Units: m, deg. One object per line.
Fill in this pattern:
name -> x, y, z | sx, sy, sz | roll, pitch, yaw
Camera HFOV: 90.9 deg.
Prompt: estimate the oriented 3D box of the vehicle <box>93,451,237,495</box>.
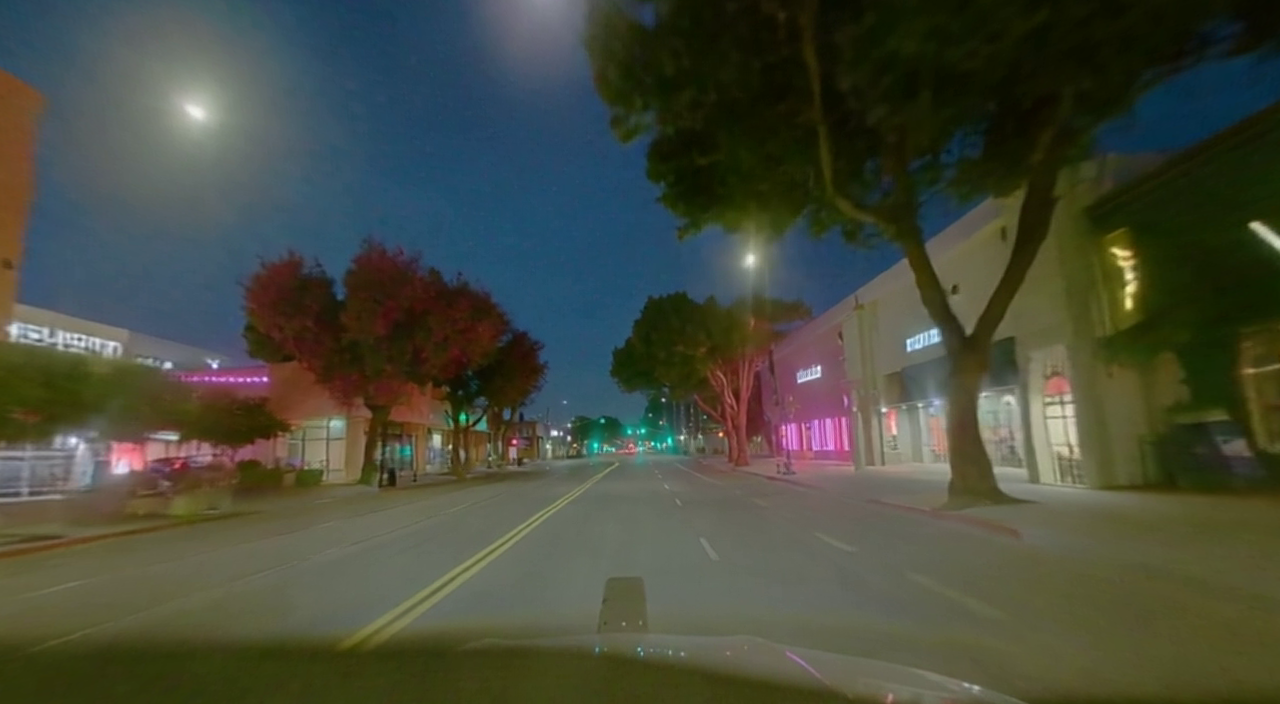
vehicle -> -18.205, 4.619, 24.541 | 1.837, 1.471, 4.756 | 0, -8, 1
